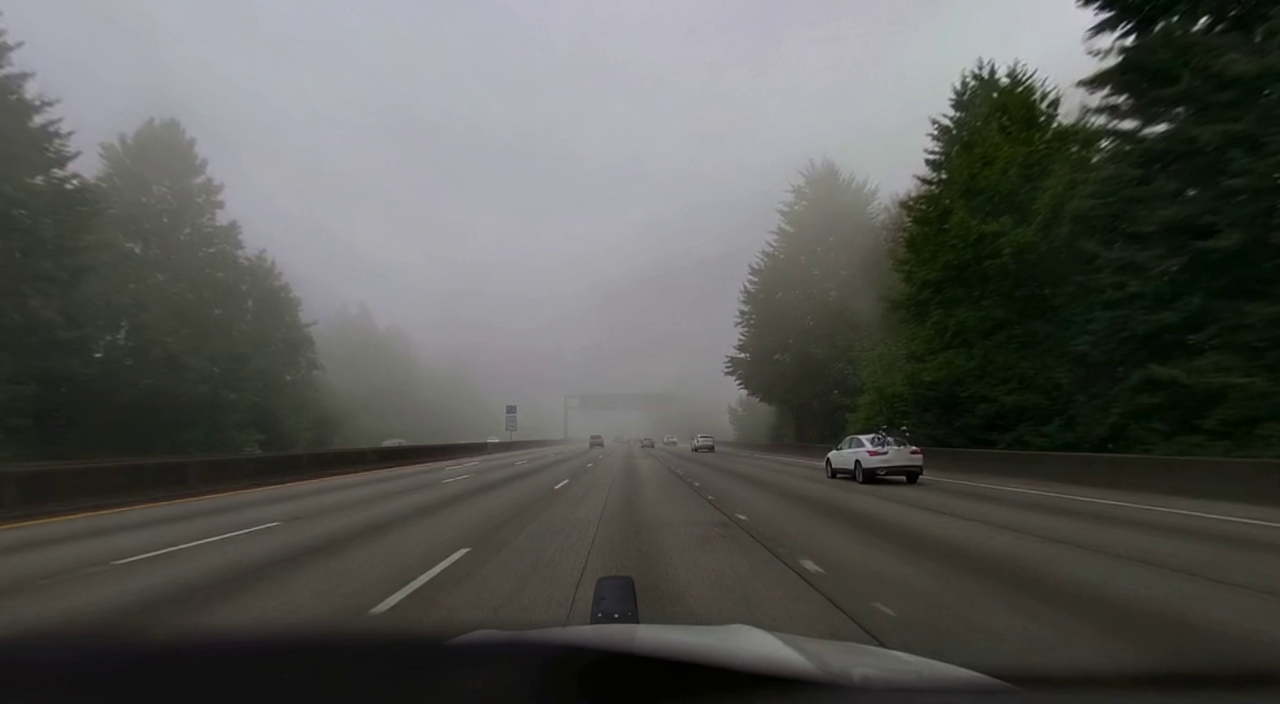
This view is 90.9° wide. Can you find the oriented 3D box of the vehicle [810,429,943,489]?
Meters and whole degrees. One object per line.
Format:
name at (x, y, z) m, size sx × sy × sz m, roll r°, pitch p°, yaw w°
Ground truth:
vehicle at (6.770, 3.088, 18.719) m, size 2.034 × 1.511 × 4.785 m, roll 0°, pitch -8°, yaw -1°
